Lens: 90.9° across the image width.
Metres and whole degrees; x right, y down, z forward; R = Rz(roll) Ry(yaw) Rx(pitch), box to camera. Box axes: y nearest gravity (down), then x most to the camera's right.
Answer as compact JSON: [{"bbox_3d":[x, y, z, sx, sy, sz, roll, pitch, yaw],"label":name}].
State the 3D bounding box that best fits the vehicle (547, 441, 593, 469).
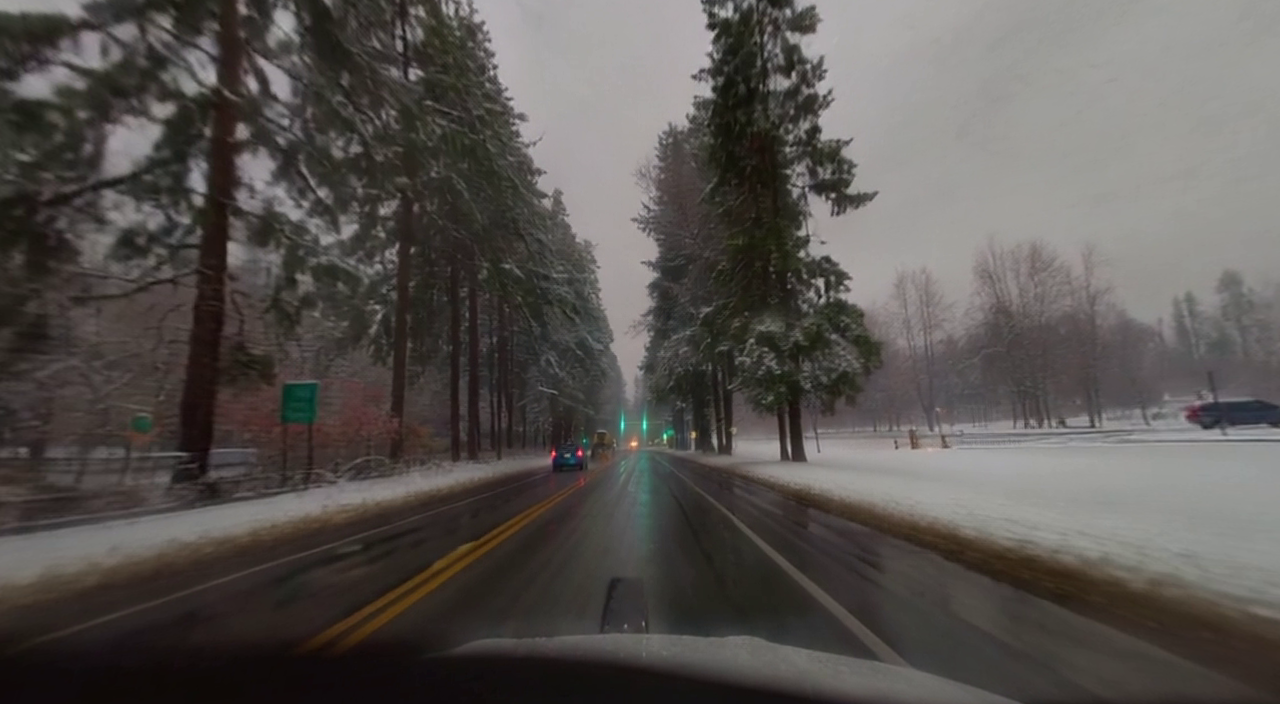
[{"bbox_3d":[-3.831,5.699,35.218,2.005,1.462,4.345,0,-8,1],"label":"vehicle"}]
